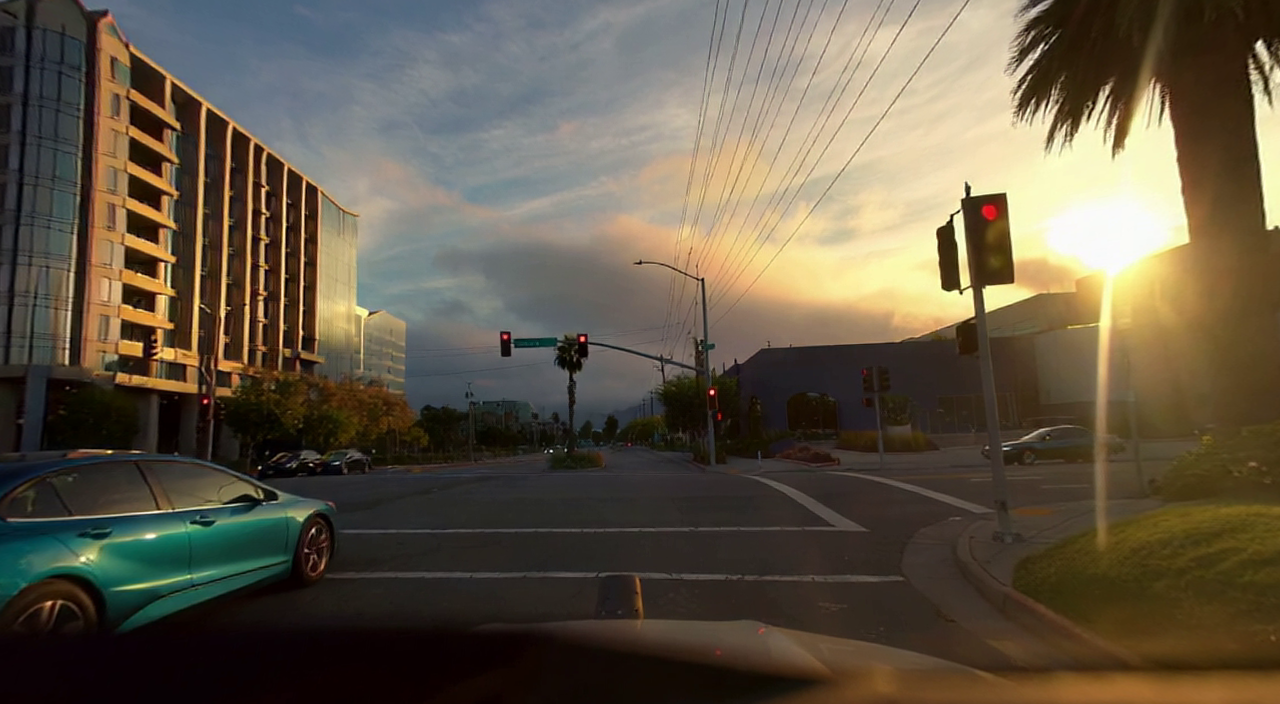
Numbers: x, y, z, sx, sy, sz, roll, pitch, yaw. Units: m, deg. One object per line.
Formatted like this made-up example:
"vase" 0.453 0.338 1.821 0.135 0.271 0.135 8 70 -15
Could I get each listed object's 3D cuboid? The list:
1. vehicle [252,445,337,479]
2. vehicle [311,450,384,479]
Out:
"vehicle" -19.086 6.098 35.081 2.017 1.739 4.569 0 -9 1
"vehicle" -15.358 5.924 33.302 1.875 1.389 3.784 0 -9 3
